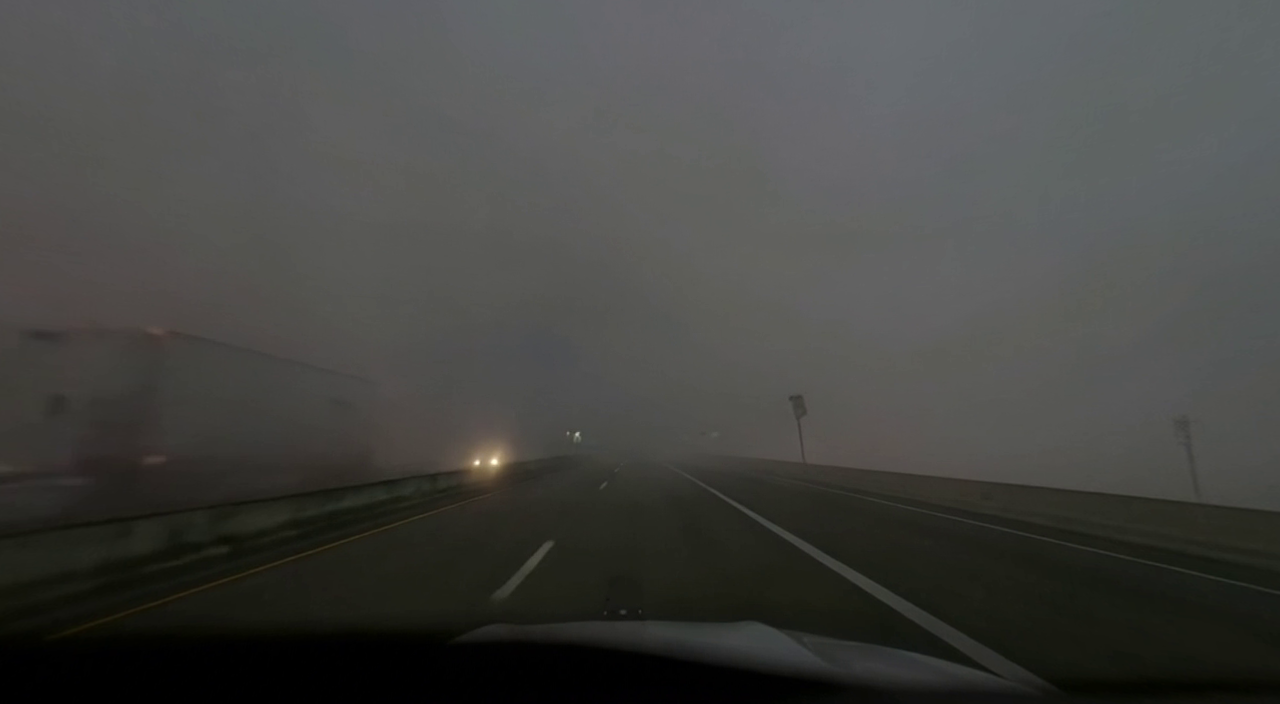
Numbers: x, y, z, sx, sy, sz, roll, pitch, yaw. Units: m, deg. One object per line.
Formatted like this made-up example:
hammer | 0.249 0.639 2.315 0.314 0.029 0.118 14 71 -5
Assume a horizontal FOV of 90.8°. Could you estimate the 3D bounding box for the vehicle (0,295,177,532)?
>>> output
vehicle | -11.926 1.130 11.064 2.945 3.831 5.831 0 -9 0
